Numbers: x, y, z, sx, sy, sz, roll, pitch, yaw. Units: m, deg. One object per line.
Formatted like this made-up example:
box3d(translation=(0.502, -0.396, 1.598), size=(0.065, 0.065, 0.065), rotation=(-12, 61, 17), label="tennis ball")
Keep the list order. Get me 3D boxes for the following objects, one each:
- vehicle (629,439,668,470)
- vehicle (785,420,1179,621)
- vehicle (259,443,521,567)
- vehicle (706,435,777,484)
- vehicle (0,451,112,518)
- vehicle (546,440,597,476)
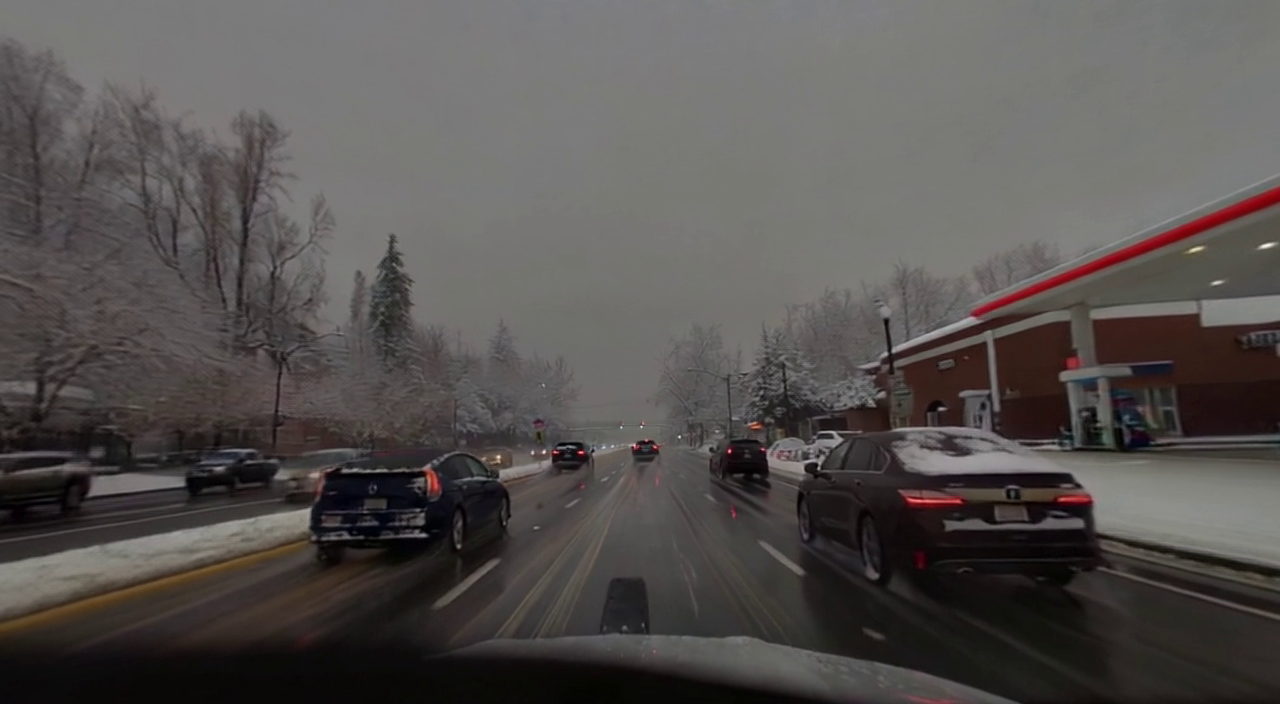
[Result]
box3d(translation=(0.483, 6.023, 37.168), size=(2.192, 1.674, 4.124), rotation=(0, -8, 0), label="vehicle")
box3d(translation=(3.128, 1.614, 7.132), size=(1.919, 1.502, 4.572), rotation=(0, -8, 0), label="vehicle")
box3d(translation=(-3.210, 2.032, 9.271), size=(2.013, 1.354, 4.393), rotation=(0, -8, 1), label="vehicle")
box3d(translation=(3.860, 4.177, 24.891), size=(1.980, 1.709, 4.813), rotation=(0, -8, 0), label="vehicle")
box3d(translation=(-18.704, 3.865, 18.663), size=(2.062, 1.804, 4.687), rotation=(0, -8, -1), label="vehicle")
box3d(translation=(-3.292, 5.164, 30.961), size=(1.988, 1.645, 3.995), rotation=(0, -8, 1), label="vehicle")
